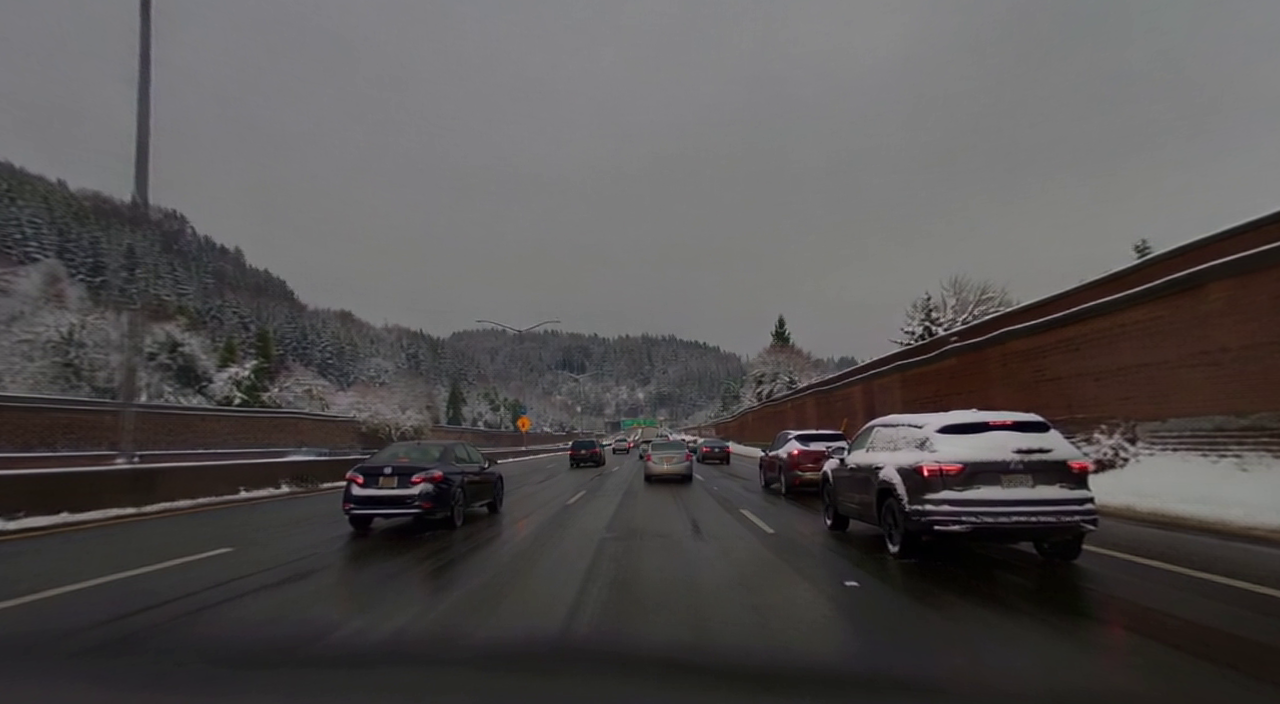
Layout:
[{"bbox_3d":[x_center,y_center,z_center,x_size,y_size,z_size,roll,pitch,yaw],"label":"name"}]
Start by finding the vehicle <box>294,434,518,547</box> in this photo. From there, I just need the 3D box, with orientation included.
[{"bbox_3d":[-3.479,2.121,10.437,1.961,1.456,4.362,0,-8,1],"label":"vehicle"}]

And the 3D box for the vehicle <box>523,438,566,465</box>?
[{"bbox_3d":[-6.594,6.947,44.072,2.055,1.751,4.825,0,-8,3],"label":"vehicle"}]

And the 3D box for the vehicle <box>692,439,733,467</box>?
[{"bbox_3d":[4.097,5.732,36.035,1.855,1.513,3.915,0,-8,0],"label":"vehicle"}]

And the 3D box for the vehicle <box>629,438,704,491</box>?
[{"bbox_3d":[0.741,3.437,19.616,2.105,1.471,3.978,0,-8,0],"label":"vehicle"}]

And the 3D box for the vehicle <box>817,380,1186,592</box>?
[{"bbox_3d":[3.748,1.473,7.707,1.930,1.831,4.344,0,-8,1],"label":"vehicle"}]

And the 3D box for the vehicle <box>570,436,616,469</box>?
[{"bbox_3d":[-2.690,5.930,37.518,2.154,1.793,4.736,0,-8,3],"label":"vehicle"}]

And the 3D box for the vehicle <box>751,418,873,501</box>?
[{"bbox_3d":[4.323,2.771,16.699,1.970,1.872,4.575,0,-8,0],"label":"vehicle"}]
